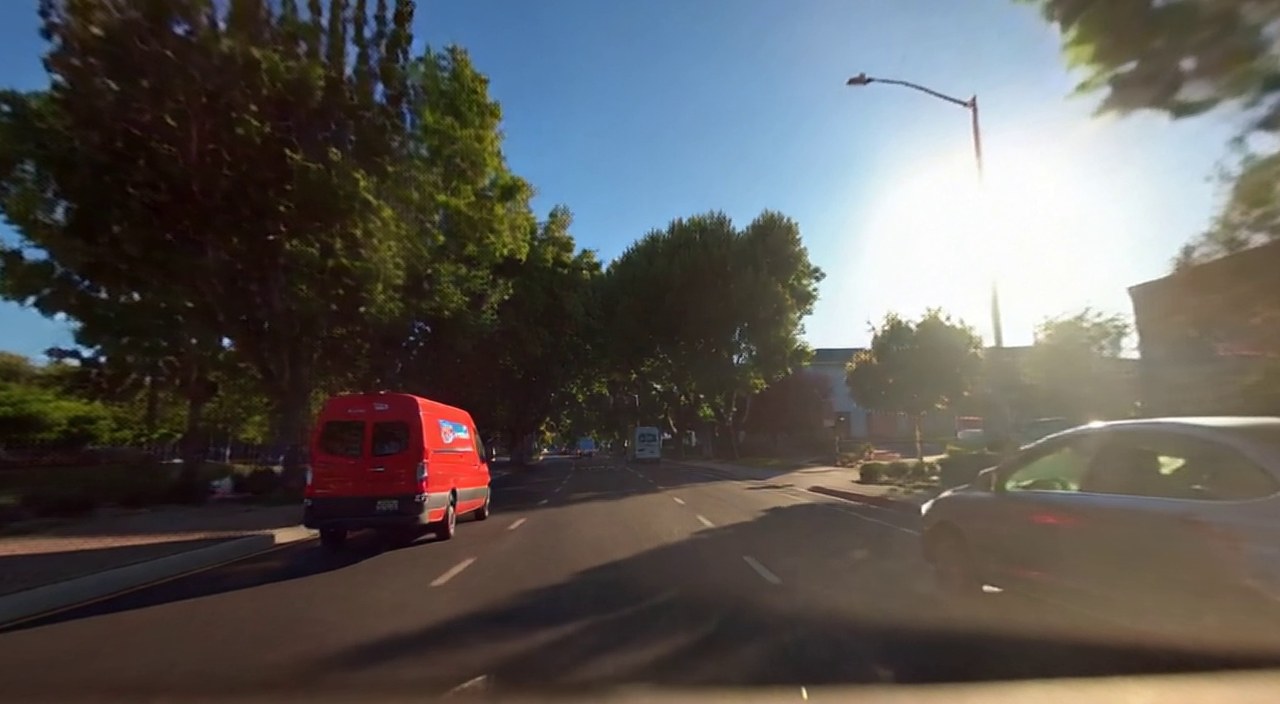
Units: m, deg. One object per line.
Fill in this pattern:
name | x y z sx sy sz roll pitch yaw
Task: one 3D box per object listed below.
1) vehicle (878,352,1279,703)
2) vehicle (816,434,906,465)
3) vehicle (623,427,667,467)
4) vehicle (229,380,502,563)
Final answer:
vehicle | 3.426 1.038 3.729 2.087 1.658 4.612 0 -9 -2
vehicle | 12.145 5.363 34.928 4.117 1.627 2.086 1 -9 -5
vehicle | 0.233 6.541 43.429 2.397 2.566 5.324 1 -9 -6
vehicle | -3.863 1.796 10.095 2.420 2.227 4.499 0 -9 -2
